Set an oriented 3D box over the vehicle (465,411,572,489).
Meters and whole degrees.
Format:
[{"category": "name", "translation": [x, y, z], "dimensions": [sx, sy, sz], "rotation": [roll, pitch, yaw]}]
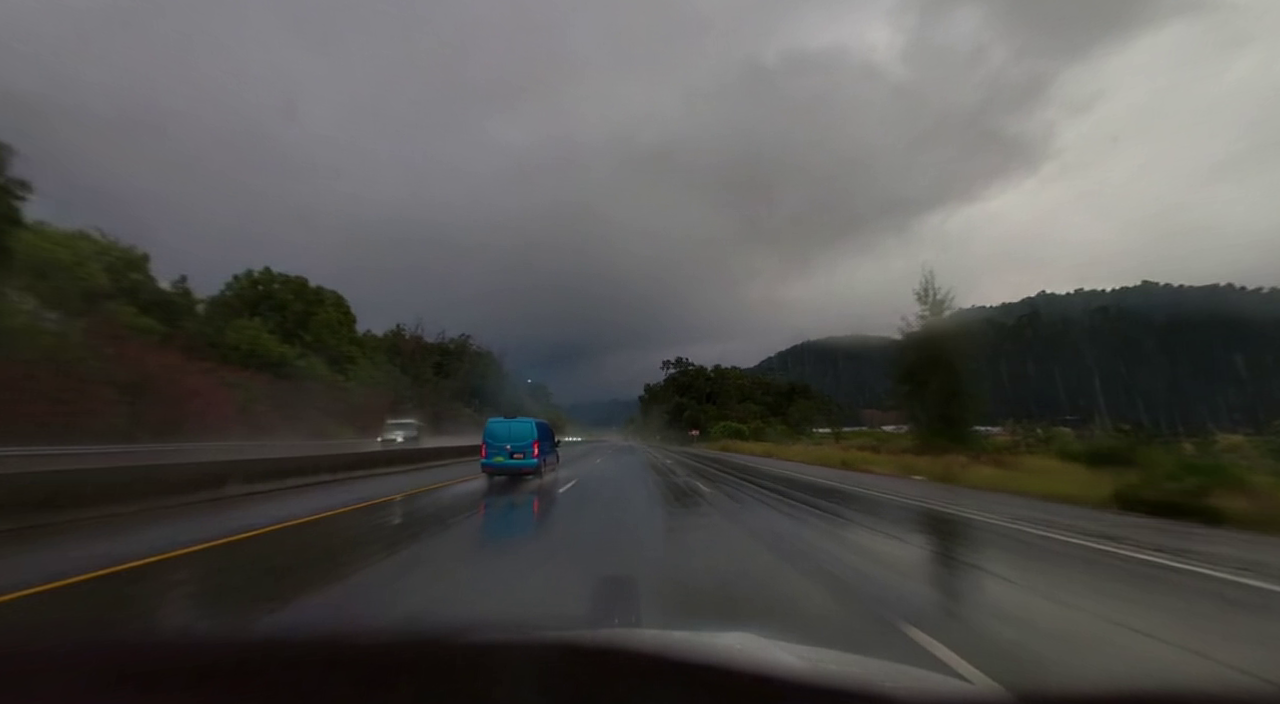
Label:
[{"category": "vehicle", "translation": [-3.423, 2.873, 18.851], "dimensions": [2.297, 2.011, 4.736], "rotation": [0, -8, -1]}]
